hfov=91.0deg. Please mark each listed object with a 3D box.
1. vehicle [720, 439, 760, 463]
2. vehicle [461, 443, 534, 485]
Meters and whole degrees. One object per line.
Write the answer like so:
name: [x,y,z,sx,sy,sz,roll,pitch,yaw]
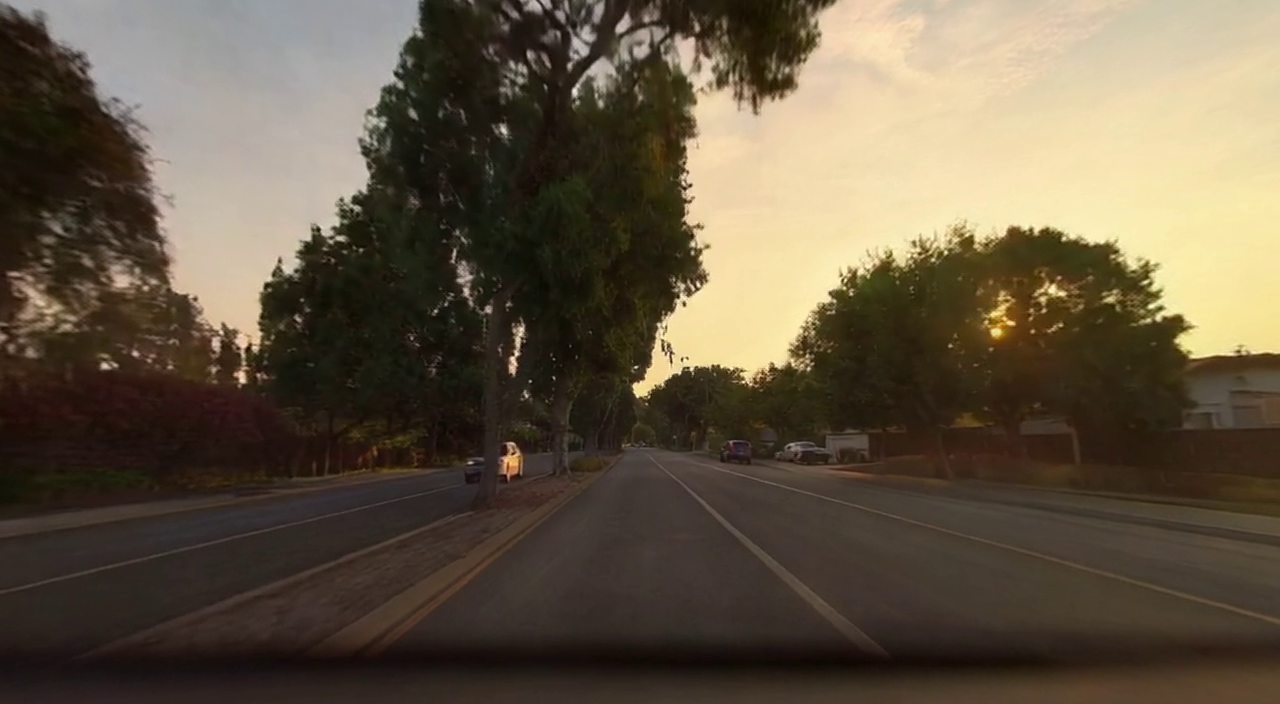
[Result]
vehicle: [7.398,7.394,47.012,2.087,1.701,4.435,0,-9,-2]
vehicle: [-5.573,4.436,25.228,1.962,1.471,4.336,-2,-9,0]
